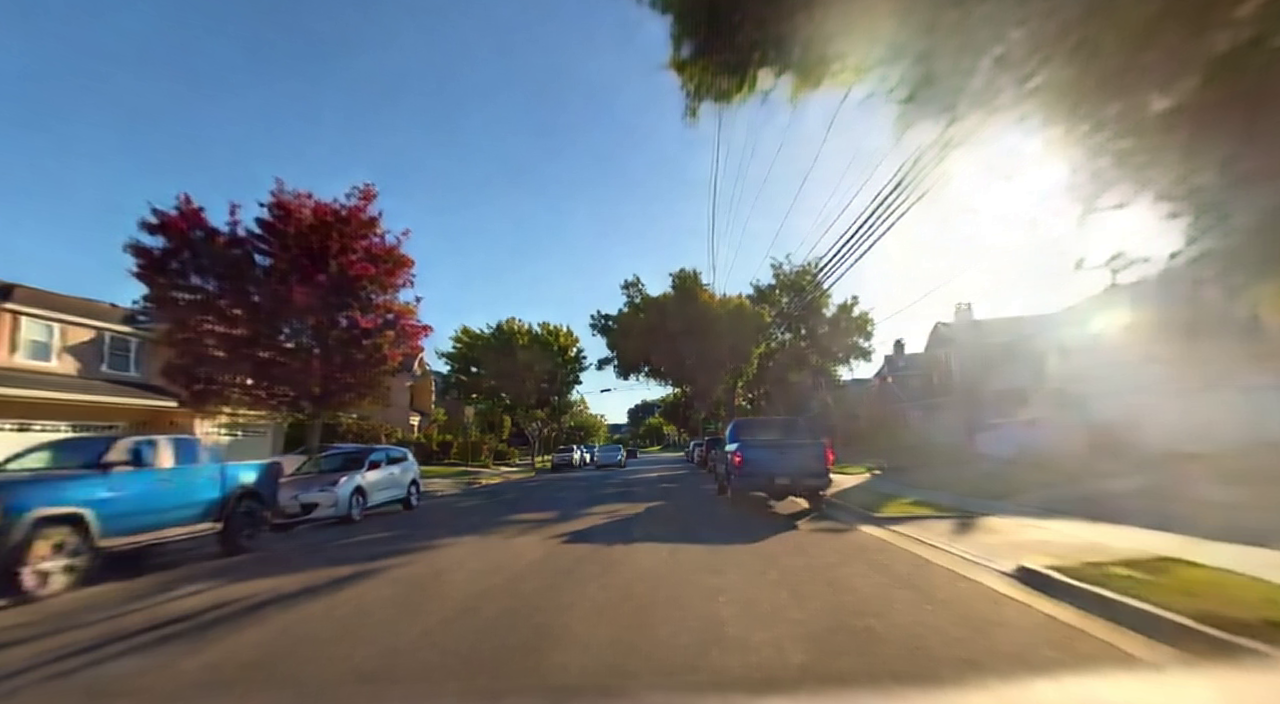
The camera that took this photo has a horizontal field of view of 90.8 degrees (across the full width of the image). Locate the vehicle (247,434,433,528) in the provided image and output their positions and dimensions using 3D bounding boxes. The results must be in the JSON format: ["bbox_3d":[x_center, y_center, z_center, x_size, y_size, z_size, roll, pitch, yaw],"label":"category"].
[{"bbox_3d":[-6.545,2.842,14.483,1.930,1.784,4.474,0,-9,2],"label":"vehicle"}]

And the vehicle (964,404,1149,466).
[{"bbox_3d":[14.369,2.918,22.065,4.778,1.903,2.205,-2,-9,0],"label":"vehicle"}]

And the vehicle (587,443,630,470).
[{"bbox_3d":[-1.863,6.401,39.002,2.213,1.548,4.370,-1,-9,4],"label":"vehicle"}]

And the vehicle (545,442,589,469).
[{"bbox_3d":[-5.050,7.279,44.375,2.226,1.768,4.780,-1,-9,4],"label":"vehicle"}]

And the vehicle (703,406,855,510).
[{"bbox_3d":[3.042,2.580,15.678,2.437,2.015,6.511,0,-9,1],"label":"vehicle"}]

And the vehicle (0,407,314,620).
[{"bbox_3d":[-6.749,1.859,8.304,2.252,1.944,4.714,0,-9,2],"label":"vehicle"}]
